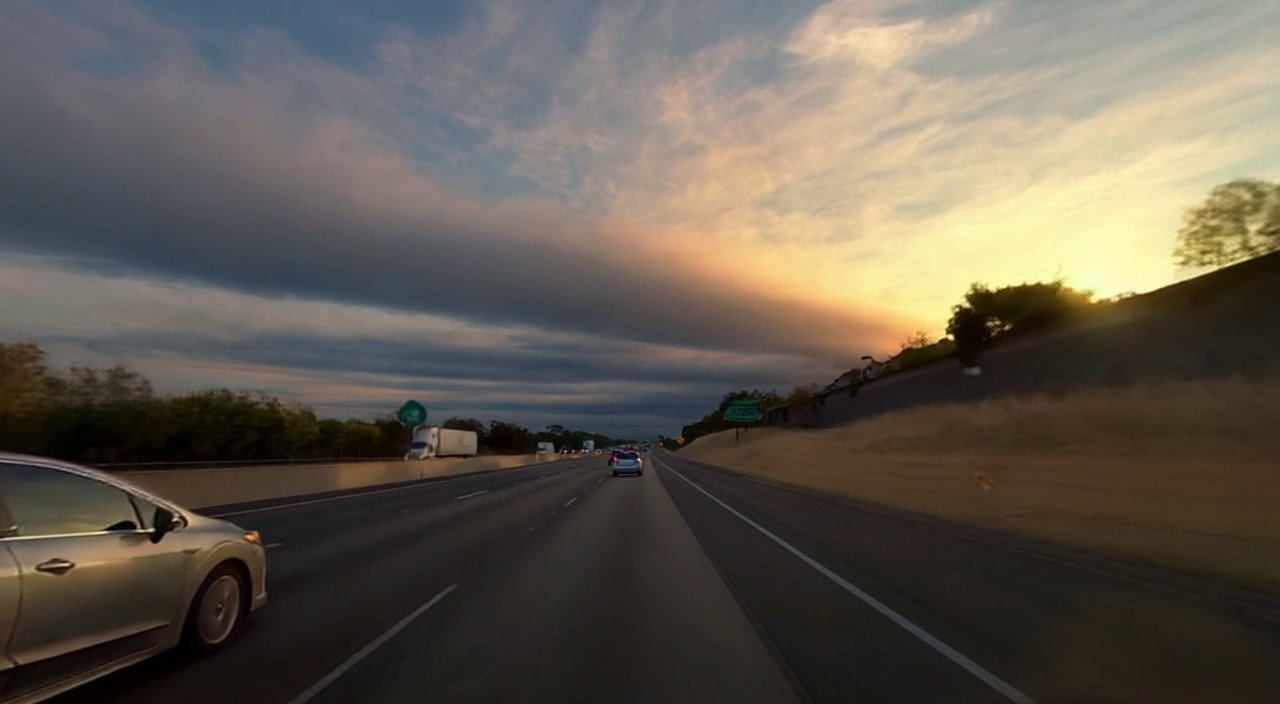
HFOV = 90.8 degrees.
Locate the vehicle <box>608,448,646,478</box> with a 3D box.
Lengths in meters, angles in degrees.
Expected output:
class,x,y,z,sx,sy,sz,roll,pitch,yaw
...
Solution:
class,x,y,z,sx,sy,sz,roll,pitch,yaw
vehicle,-0.647,6.000,34.227,1.908,1.515,3.871,0,-9,1
